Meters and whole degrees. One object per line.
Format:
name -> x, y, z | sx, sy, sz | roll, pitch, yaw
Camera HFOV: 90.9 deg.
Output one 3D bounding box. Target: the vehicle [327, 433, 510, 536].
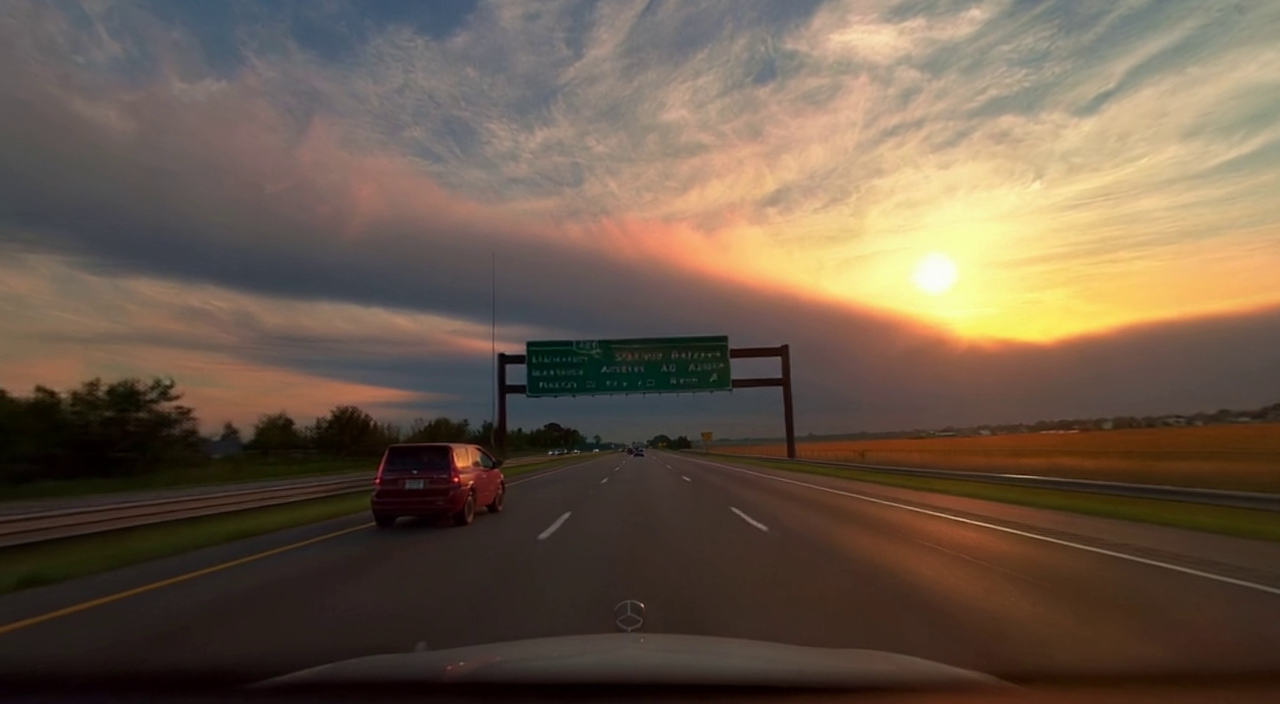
vehicle -> -3.695, 2.269, 11.358 | 1.815, 1.500, 4.036 | 0, -9, 0
